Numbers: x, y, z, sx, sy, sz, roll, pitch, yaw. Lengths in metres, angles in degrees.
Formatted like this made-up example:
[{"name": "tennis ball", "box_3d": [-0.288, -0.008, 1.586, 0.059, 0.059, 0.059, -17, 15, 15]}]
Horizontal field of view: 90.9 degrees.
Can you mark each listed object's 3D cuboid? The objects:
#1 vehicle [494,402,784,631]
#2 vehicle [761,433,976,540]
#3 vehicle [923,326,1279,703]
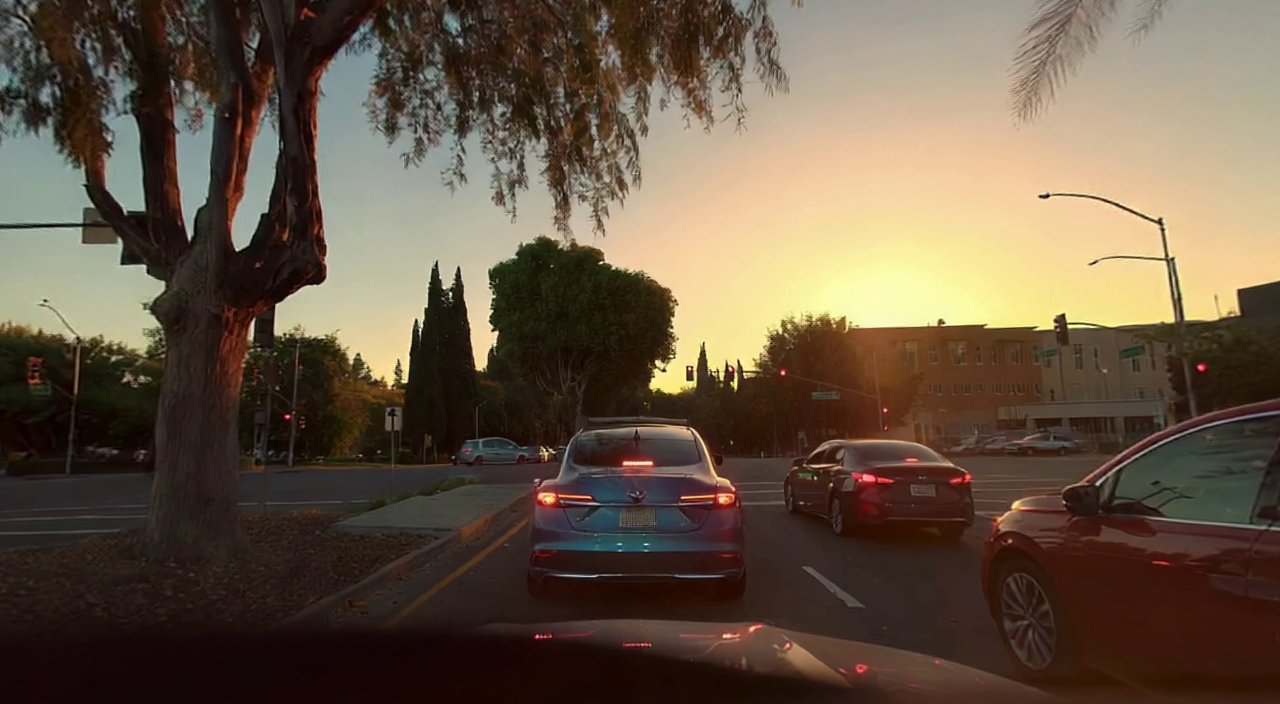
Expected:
[{"name": "vehicle", "box_3d": [-0.020, 1.470, 6.506, 2.074, 1.631, 3.793, 0, -9, 0]}, {"name": "vehicle", "box_3d": [3.689, 2.258, 11.299, 2.054, 1.482, 4.654, 0, -9, -1]}, {"name": "vehicle", "box_3d": [3.718, 0.937, 3.422, 2.162, 1.829, 4.519, 0, -9, -1]}]
